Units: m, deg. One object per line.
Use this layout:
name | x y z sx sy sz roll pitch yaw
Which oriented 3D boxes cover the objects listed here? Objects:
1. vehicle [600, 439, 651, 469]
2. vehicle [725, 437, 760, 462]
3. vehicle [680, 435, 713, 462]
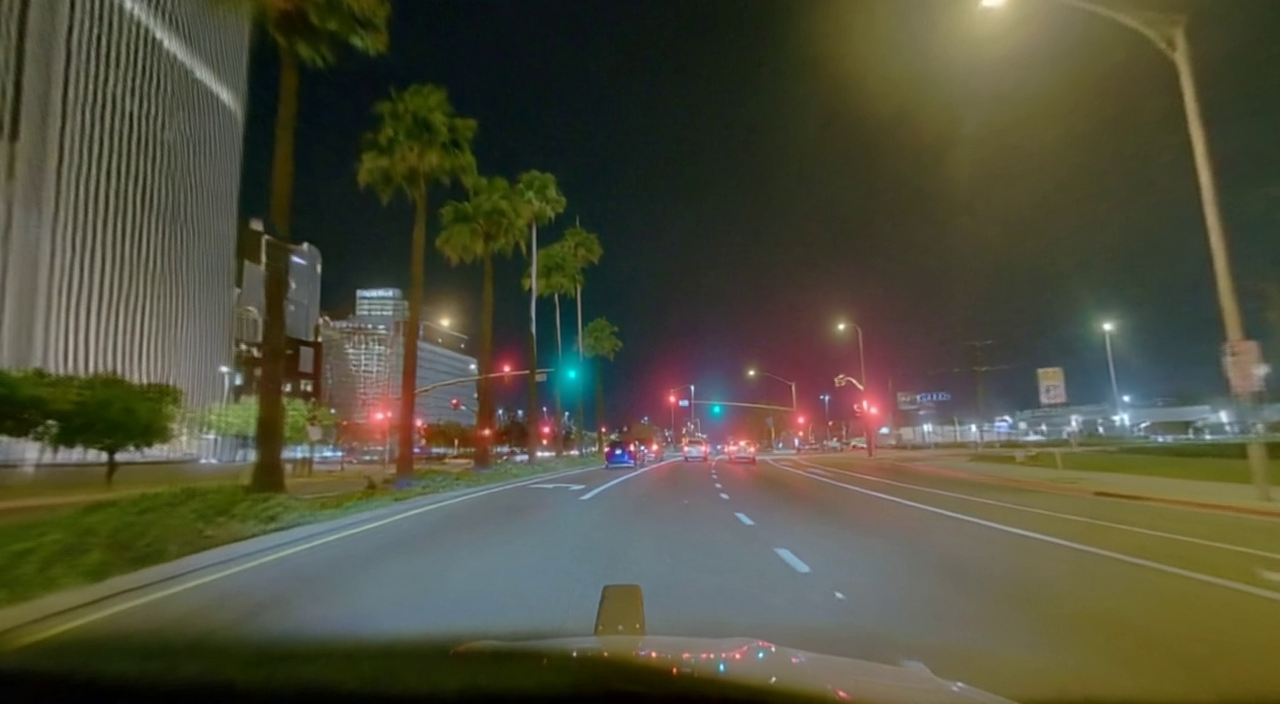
vehicle | -0.680 5.395 33.650 1.962 1.480 4.605 -1 -9 9
vehicle | 6.712 6.410 41.658 1.936 1.567 3.896 -1 -9 5
vehicle | 3.967 6.671 43.669 2.060 1.730 4.257 -1 -9 8
